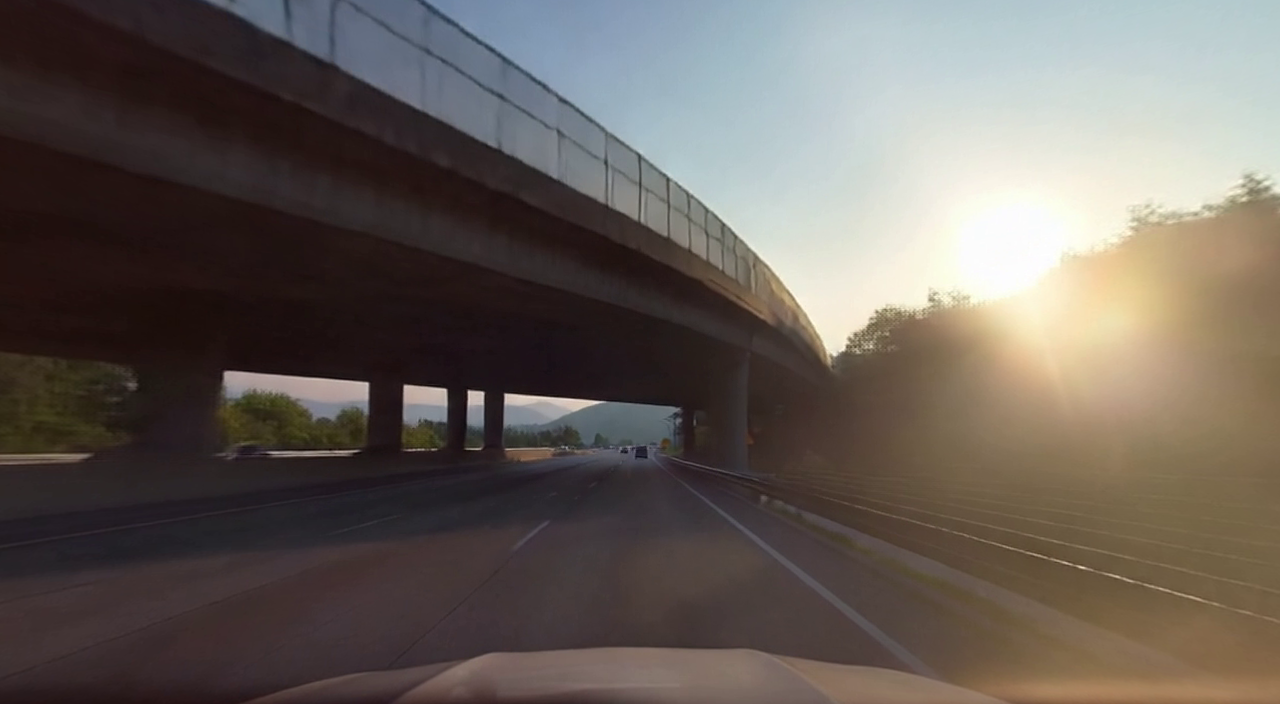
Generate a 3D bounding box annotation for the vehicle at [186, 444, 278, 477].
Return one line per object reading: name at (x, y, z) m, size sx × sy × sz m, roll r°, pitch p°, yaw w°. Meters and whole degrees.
vehicle at (-21.449, 5.710, 33.376) m, size 1.956 × 1.587 × 4.301 m, roll 0°, pitch -9°, yaw 1°
